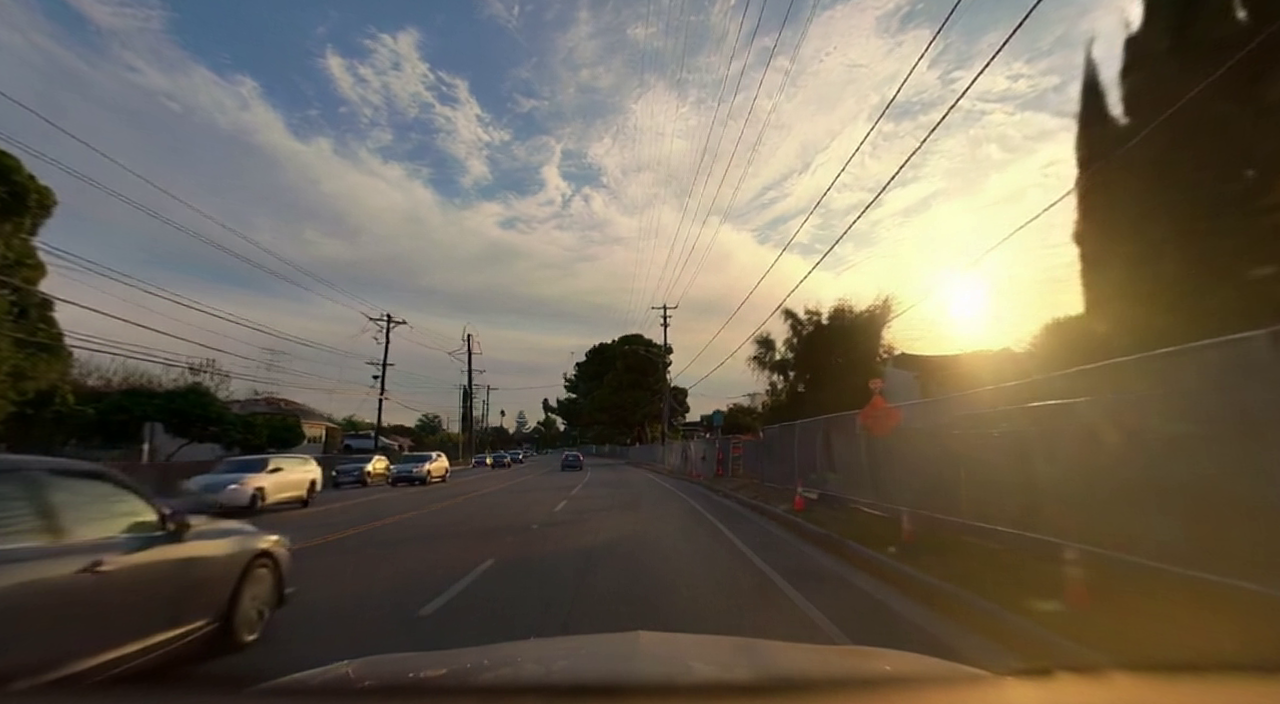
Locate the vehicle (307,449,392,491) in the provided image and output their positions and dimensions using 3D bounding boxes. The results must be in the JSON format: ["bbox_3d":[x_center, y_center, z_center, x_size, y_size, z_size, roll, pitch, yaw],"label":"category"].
[{"bbox_3d":[-14.831,6.018,32.502,2.165,1.907,5.062,1,-9,-3],"label":"vehicle"}]

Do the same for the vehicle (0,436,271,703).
[{"bbox_3d":[-3.669,1.025,2.185,2.020,1.489,4.469,1,-9,0],"label":"vehicle"}]

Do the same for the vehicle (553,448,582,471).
[{"bbox_3d":[-5.319,7.940,46.691,1.992,1.515,4.289,1,-9,-5],"label":"vehicle"}]

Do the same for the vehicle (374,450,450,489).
[{"bbox_3d":[-10.744,5.545,30.079,2.043,1.654,4.642,1,-9,-2],"label":"vehicle"}]
